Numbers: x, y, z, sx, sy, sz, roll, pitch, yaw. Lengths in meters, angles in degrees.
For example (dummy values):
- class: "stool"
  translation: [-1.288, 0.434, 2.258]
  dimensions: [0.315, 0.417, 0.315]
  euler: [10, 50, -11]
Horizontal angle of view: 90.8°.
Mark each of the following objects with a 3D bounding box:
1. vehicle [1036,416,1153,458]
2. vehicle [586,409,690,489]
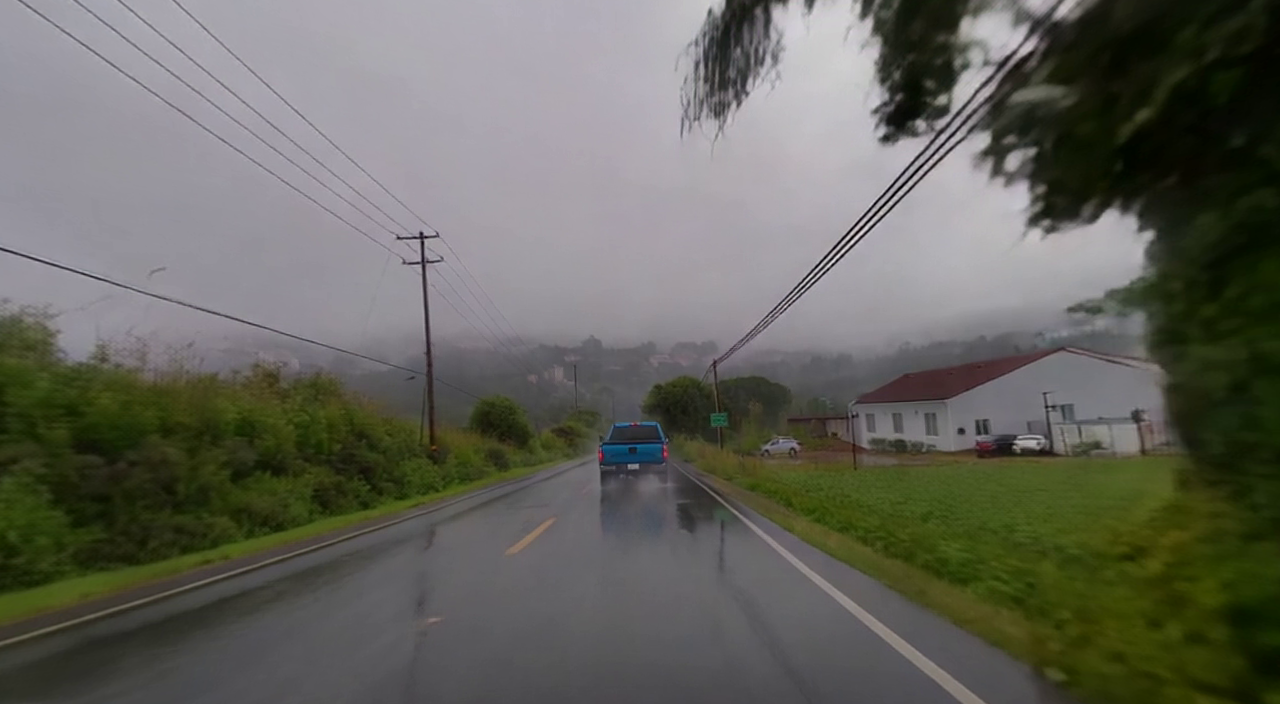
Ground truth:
- class: "vehicle"
  translation: [33.692, 6.372, 47.142]
  dimensions: [2.581, 2.932, 6.340]
  euler: [4, -9, -27]
- class: "vehicle"
  translation: [-0.105, 3.383, 22.184]
  dimensions: [3.021, 2.326, 7.410]
  euler: [0, -9, -1]
